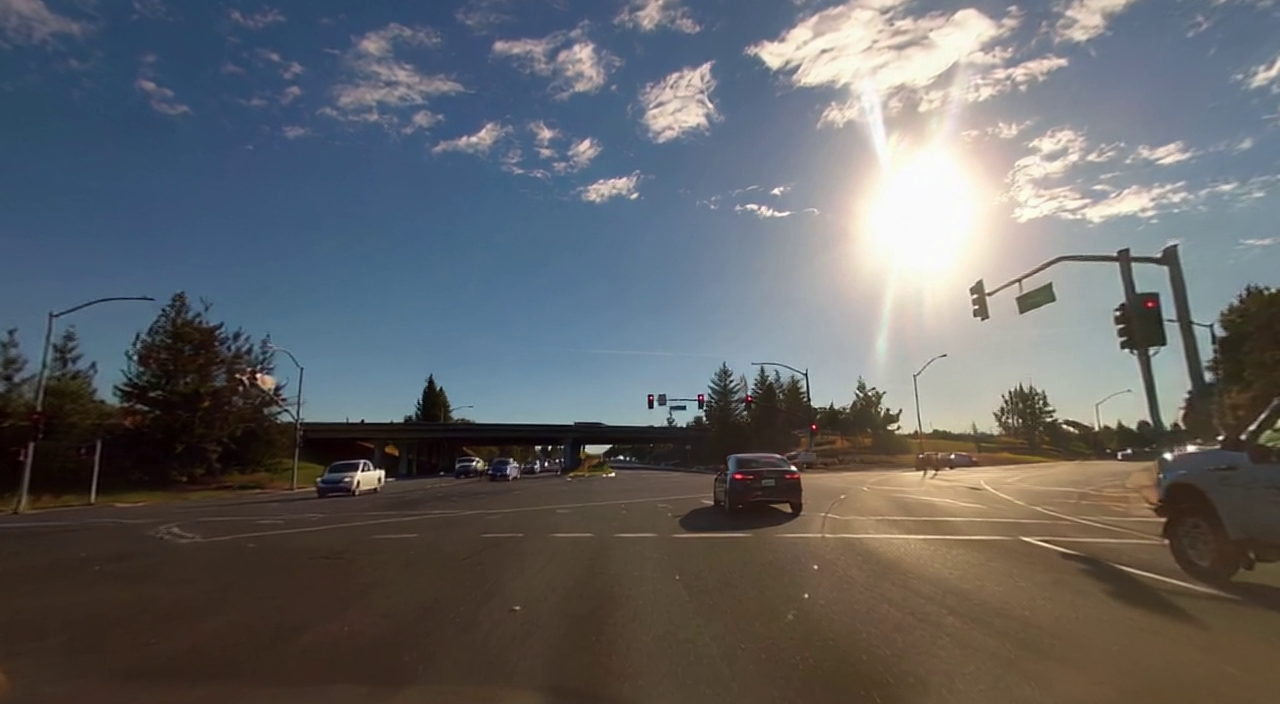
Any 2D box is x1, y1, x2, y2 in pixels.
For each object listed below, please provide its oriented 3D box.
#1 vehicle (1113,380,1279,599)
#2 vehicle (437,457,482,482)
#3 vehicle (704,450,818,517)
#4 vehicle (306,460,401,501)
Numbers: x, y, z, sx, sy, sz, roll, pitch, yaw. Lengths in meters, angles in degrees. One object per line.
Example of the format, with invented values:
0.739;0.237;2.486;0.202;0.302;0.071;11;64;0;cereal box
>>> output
6.400;1.051;4.637;2.007;1.828;4.896;0;-9;0;vehicle
-13.775;8.973;48.539;2.201;1.716;4.830;-2;-9;-2;vehicle
2.867;3.225;16.110;1.909;1.425;4.521;0;-9;-1;vehicle
-13.078;5.850;29.251;2.126;1.506;5.411;-3;-9;-3;vehicle
